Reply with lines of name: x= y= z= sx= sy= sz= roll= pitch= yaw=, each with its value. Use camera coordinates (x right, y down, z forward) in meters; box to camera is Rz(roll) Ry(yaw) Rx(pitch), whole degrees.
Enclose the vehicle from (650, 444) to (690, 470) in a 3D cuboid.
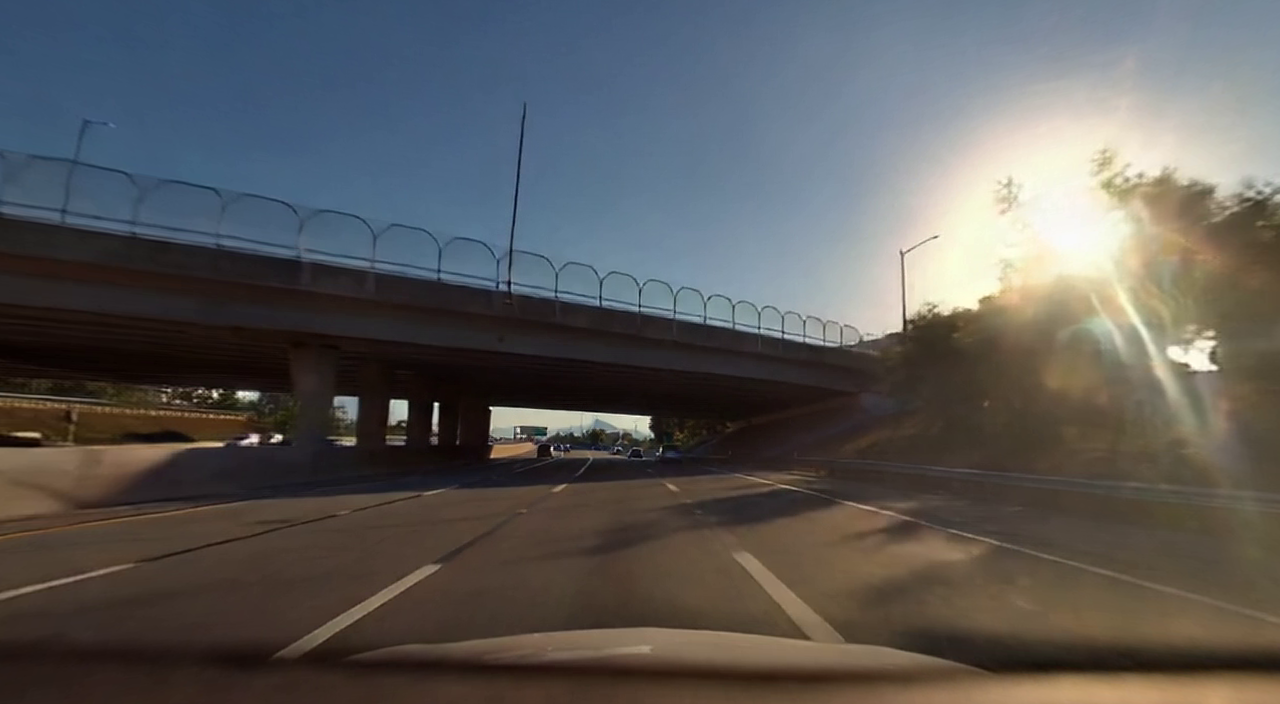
vehicle: x=1.839 y=6.641 z=40.223 sx=2.059 sy=1.509 sz=4.670 roll=0 pitch=-8 yaw=-3
